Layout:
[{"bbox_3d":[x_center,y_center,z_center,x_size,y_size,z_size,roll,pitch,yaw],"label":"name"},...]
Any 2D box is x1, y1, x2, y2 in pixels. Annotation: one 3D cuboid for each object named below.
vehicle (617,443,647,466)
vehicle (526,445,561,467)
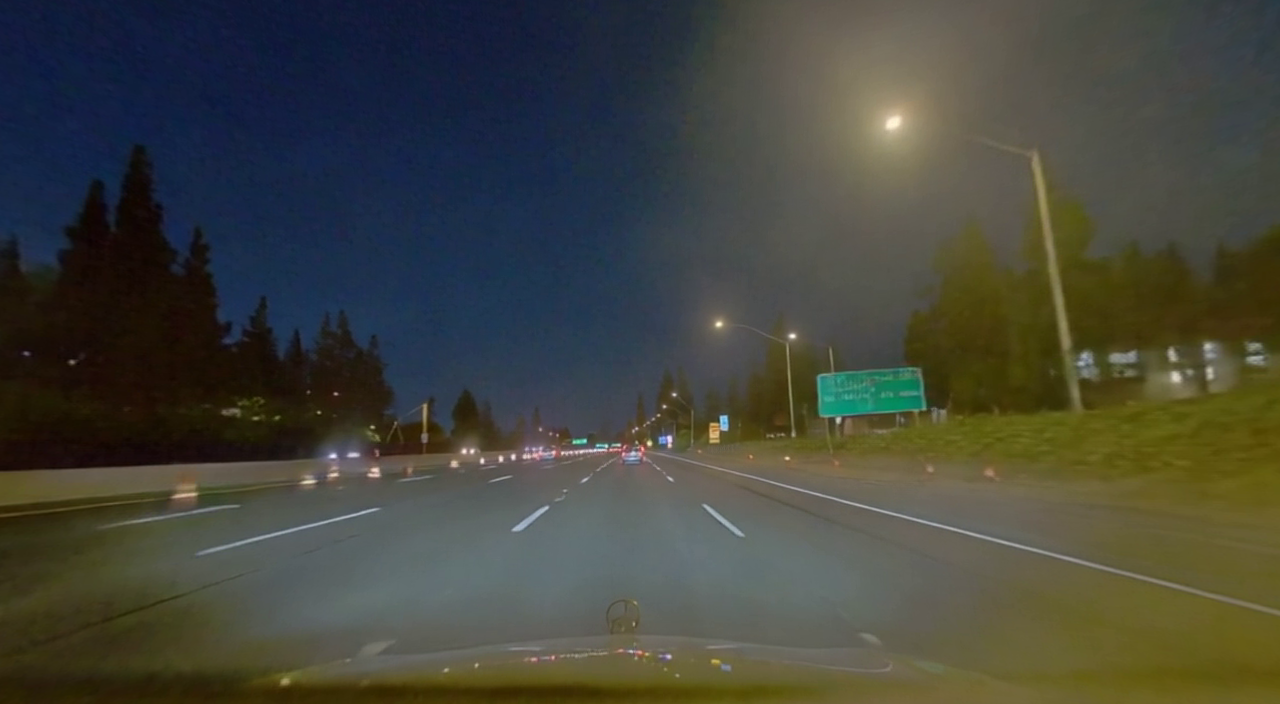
[{"bbox_3d":[-0.626,7.559,46.765,2.109,1.638,3.856,0,-9,-1],"label":"vehicle"},{"bbox_3d":[-7.122,7.722,47.072,1.997,1.507,4.248,0,-9,0],"label":"vehicle"}]
